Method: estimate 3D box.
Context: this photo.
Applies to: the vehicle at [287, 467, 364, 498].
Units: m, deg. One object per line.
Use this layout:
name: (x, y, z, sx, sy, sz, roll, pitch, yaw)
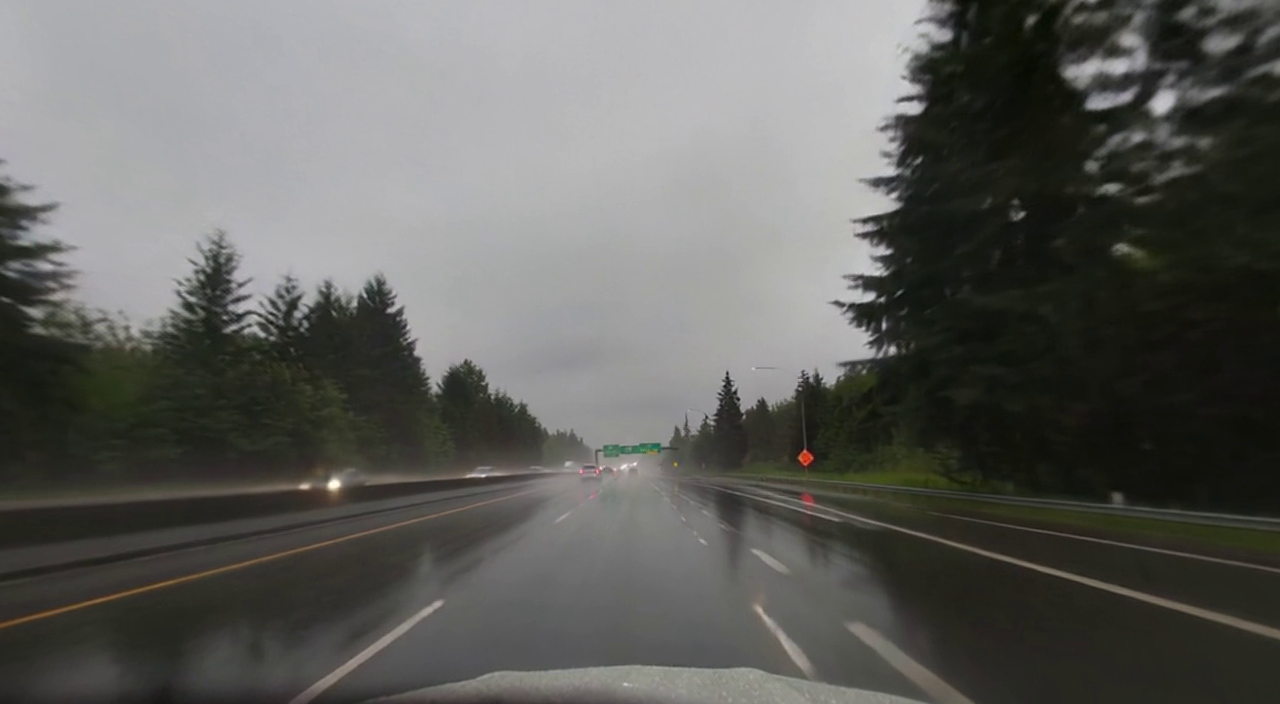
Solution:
vehicle: (-16.574, 6.885, 33.447, 1.870, 1.442, 4.119, 1, -11, 0)
